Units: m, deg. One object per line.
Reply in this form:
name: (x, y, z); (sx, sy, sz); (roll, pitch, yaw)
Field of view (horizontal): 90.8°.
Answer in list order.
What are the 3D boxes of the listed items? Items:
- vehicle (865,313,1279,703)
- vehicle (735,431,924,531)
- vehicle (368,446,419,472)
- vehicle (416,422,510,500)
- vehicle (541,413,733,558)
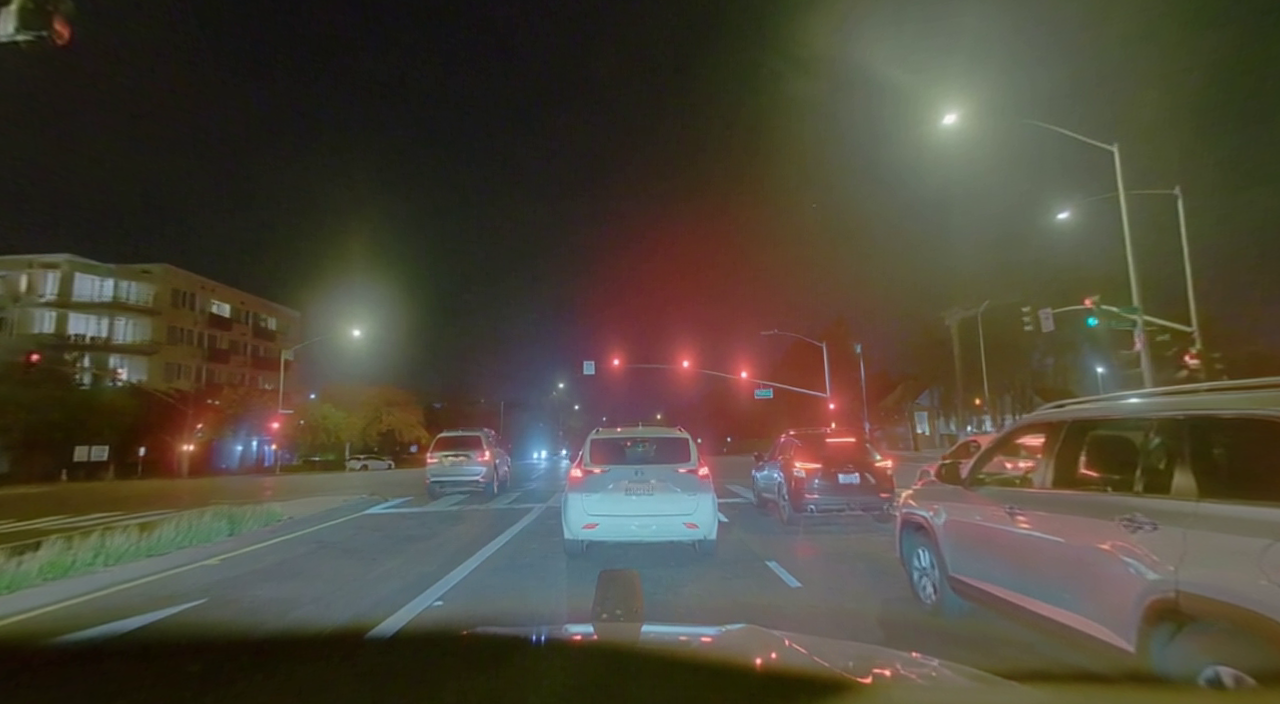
vehicle: (3.011, 0.917, 3.160); (2.103, 1.701, 4.294); (0, -8, -1)
vehicle: (3.162, 2.252, 11.669); (2.001, 1.463, 4.398); (0, -8, -2)
vehicle: (-18.763, 8.138, 48.362); (2.026, 1.836, 4.726); (0, -8, 0)
vehicle: (-4.692, 2.943, 17.387); (2.021, 1.837, 4.448); (1, -9, -10)
vehicle: (-0.081, 1.825, 9.290); (2.188, 1.637, 4.027); (0, -8, -1)
